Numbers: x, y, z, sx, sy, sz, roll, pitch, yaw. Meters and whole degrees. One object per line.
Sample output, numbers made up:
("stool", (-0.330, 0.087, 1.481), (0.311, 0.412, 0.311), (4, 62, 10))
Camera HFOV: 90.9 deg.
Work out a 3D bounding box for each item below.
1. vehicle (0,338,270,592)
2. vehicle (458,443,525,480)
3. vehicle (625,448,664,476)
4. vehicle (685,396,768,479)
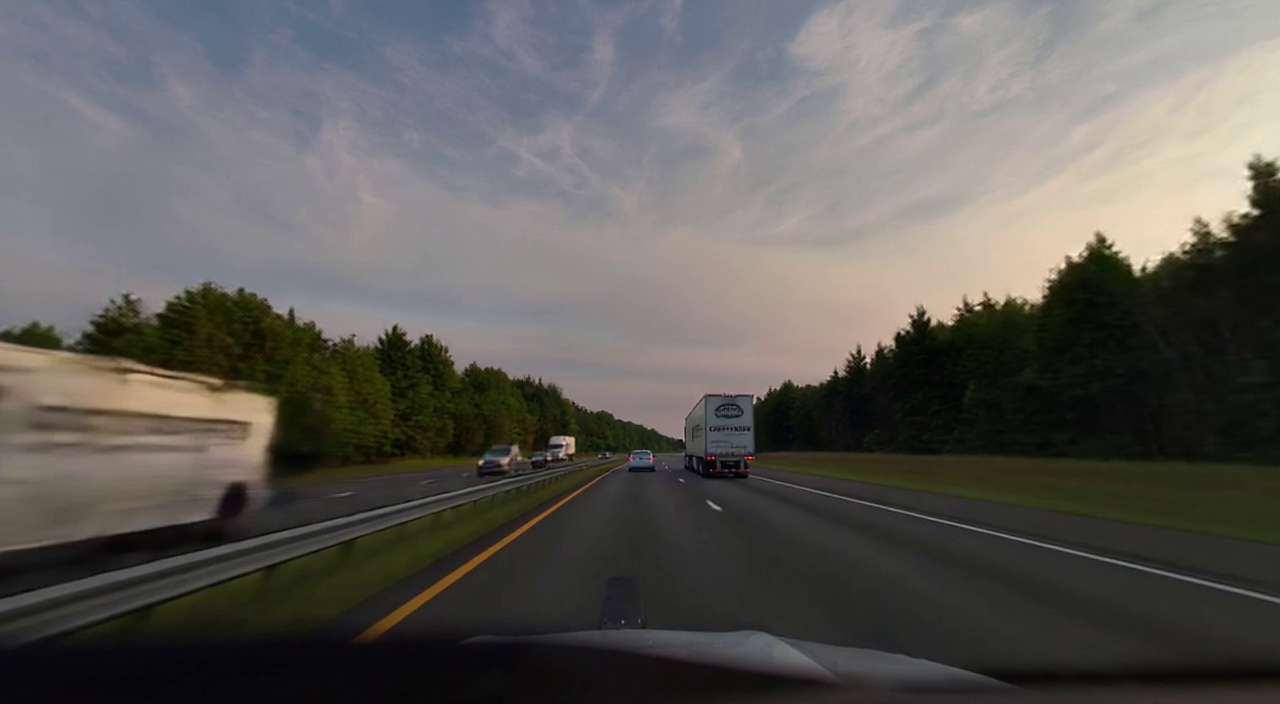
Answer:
("vehicle", (-8.693, 1.458, 8.241), (3.033, 2.814, 7.504), (0, -9, 1))
("vehicle", (-8.246, 6.152, 35.611), (2.252, 1.923, 5.541), (0, -9, 2))
("vehicle", (0.263, 6.179, 35.633), (2.074, 1.475, 3.960), (0, -9, 1))
("vehicle", (4.731, 5.304, 38.021), (2.909, 4.074, 14.457), (0, -9, 0))
